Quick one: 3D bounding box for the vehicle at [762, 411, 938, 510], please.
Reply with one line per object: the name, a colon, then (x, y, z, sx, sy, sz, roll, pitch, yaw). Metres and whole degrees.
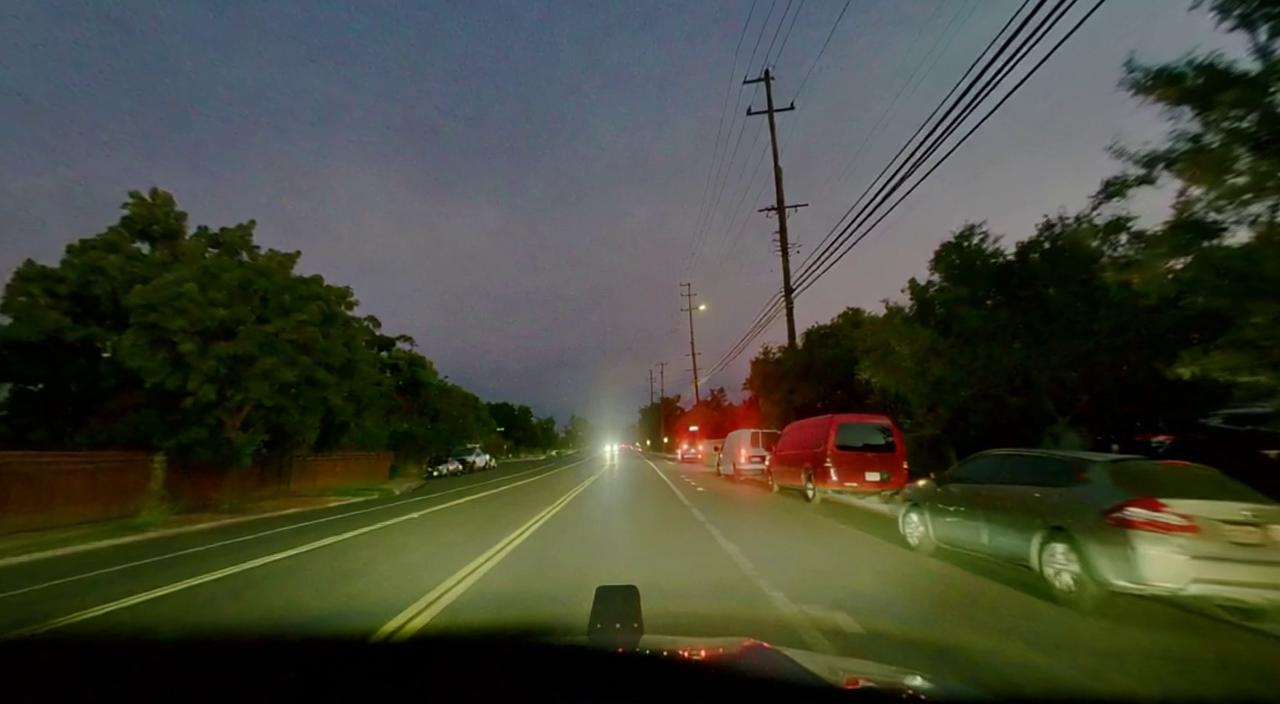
vehicle: (5.278, 2.850, 17.046, 2.335, 2.193, 5.656, 1, -9, -5)

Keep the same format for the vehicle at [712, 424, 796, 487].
vehicle: (4.515, 4.261, 26.340, 2.578, 2.248, 7.011, -1, -9, 3)

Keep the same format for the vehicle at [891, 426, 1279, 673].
vehicle: (4.430, 1.559, 6.201, 1.989, 1.509, 4.418, 0, -9, -2)

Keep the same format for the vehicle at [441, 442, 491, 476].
vehicle: (-13.364, 8.218, 48.960, 2.331, 2.265, 5.888, -2, -7, -2)

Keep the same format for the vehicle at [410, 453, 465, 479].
vehicle: (-13.406, 7.548, 42.109, 2.041, 1.573, 4.575, 0, -9, 1)
